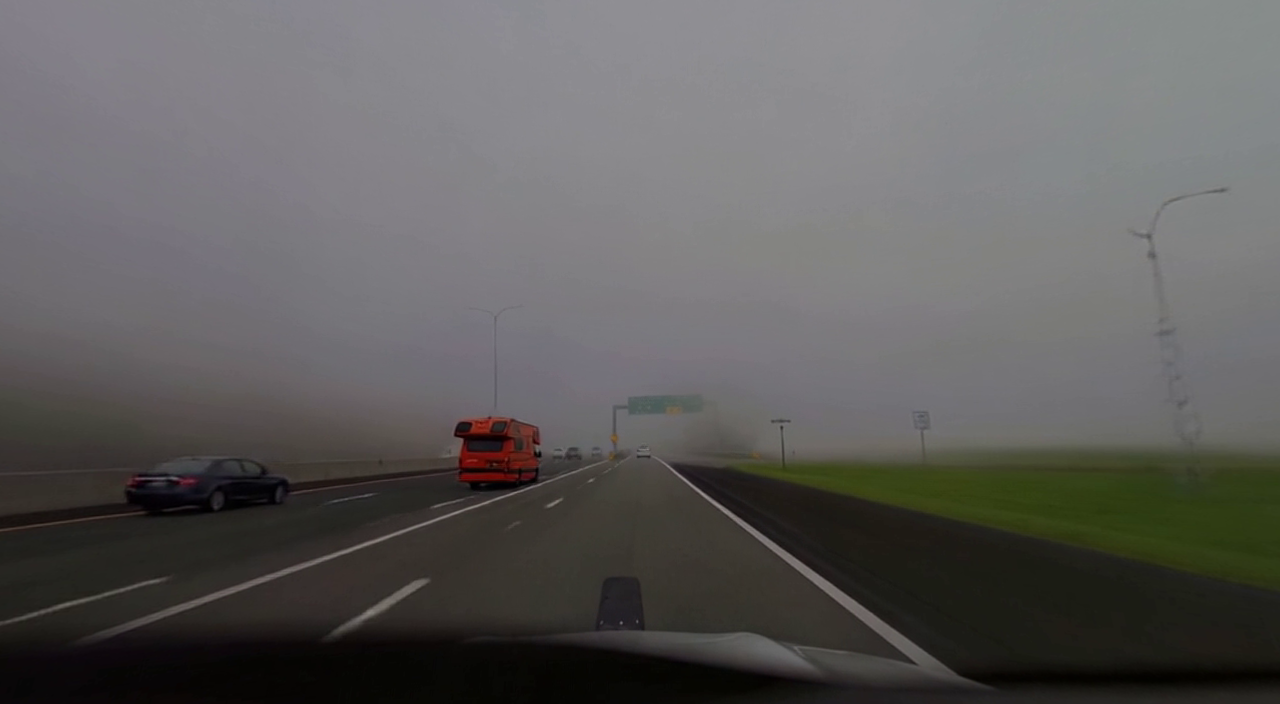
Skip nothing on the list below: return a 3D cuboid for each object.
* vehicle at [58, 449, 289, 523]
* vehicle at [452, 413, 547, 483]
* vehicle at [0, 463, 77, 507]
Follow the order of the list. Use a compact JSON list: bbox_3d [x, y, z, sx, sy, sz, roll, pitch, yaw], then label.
[{"bbox_3d":[-10.676,3.060,15.028,1.922,1.448,4.638,0,-9,1],"label":"vehicle"},{"bbox_3d":[-6.551,4.669,30.722,2.747,2.934,7.411,0,-9,1],"label":"vehicle"},{"bbox_3d":[-22.835,4.723,22.532,1.749,1.431,3.912,0,-9,1],"label":"vehicle"}]
